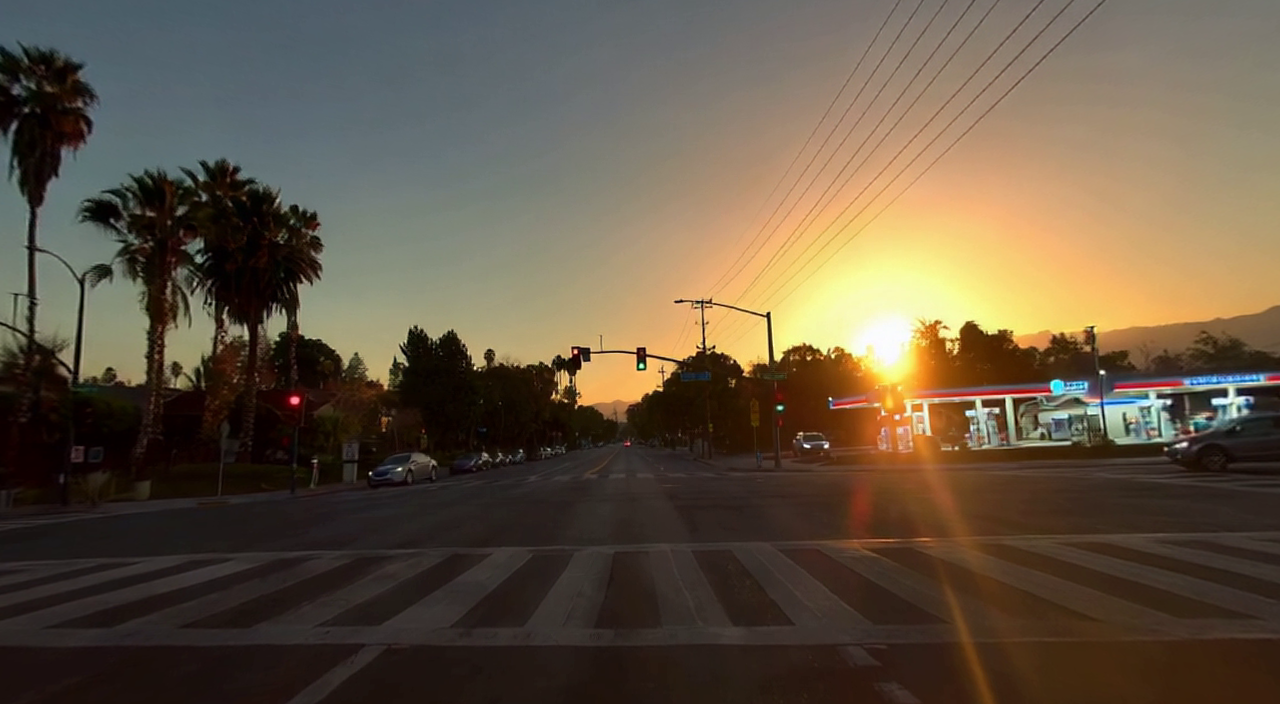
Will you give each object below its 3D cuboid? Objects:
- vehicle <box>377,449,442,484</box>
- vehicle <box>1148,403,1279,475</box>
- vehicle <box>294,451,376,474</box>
[{"bbox_3d":[-13.023,6.464,35.967,2.009,1.777,4.559,0,-9,-1],"label":"vehicle"},{"bbox_3d":[17.233,2.379,17.273,5.086,1.817,1.952,0,-9,-5],"label":"vehicle"},{"bbox_3d":[-20.947,7.579,43.525,4.672,1.469,1.816,0,-9,-2],"label":"vehicle"}]
